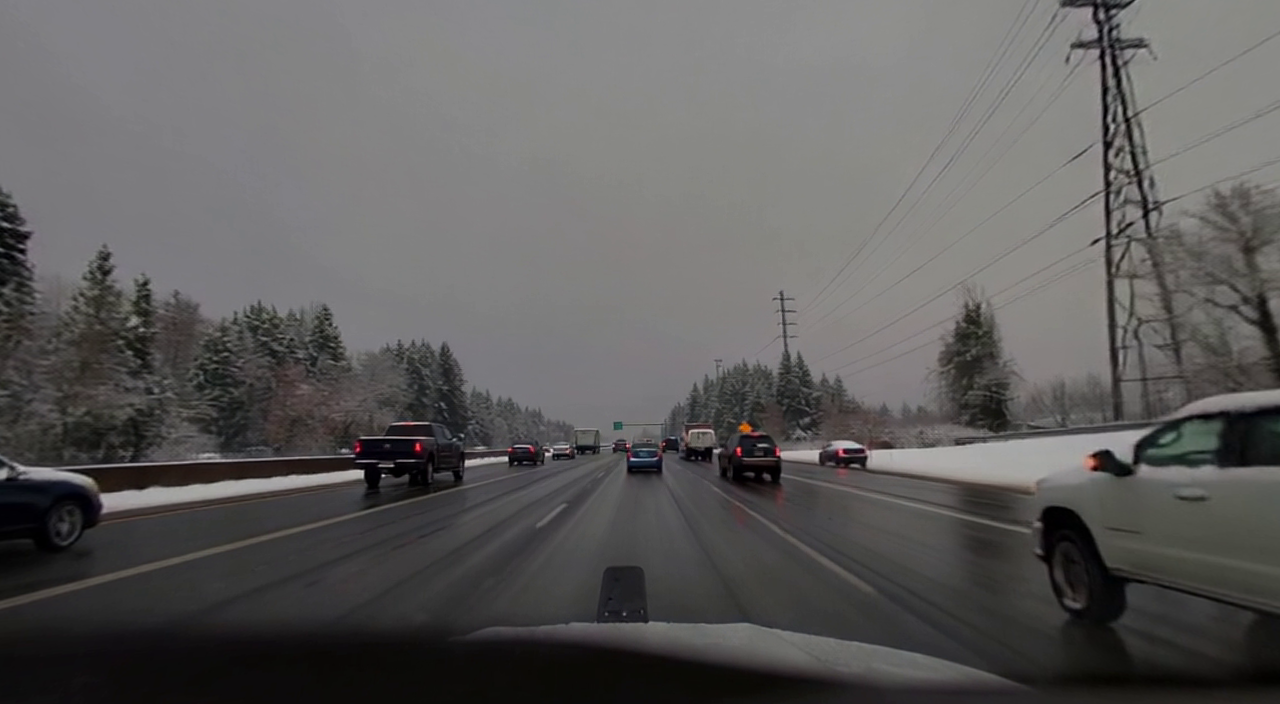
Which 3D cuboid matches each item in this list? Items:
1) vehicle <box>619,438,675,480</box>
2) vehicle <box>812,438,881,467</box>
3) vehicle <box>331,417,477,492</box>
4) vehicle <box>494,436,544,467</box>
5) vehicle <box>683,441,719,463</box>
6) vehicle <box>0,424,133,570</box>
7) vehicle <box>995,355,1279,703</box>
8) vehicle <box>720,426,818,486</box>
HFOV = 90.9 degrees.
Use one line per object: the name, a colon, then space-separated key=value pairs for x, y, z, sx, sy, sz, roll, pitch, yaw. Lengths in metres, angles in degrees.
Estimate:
vehicle: x=0.245 y=4.076 z=24.244 sx=1.966 sy=1.444 sz=3.986 roll=0 pitch=-9 yaw=0
vehicle: x=11.411 y=5.600 z=35.268 sx=2.117 sy=1.491 sz=4.830 roll=0 pitch=-9 yaw=-1
vehicle: x=-6.958 y=3.135 z=19.522 sx=2.269 sy=1.936 sz=5.777 roll=0 pitch=-9 yaw=0
vehicle: x=-6.950 y=5.772 z=36.799 sx=1.978 sy=1.680 sz=4.263 roll=0 pitch=-9 yaw=1
vehicle: x=3.993 y=6.617 z=41.831 sx=1.895 sy=1.429 sz=3.908 roll=0 pitch=-9 yaw=-1
vehicle: x=-7.533 y=1.405 z=5.915 sx=1.911 sy=1.479 sz=4.312 roll=0 pitch=-9 yaw=1
vehicle: x=3.948 y=0.880 z=3.001 sx=2.002 sy=1.691 sz=4.290 roll=0 pitch=-9 yaw=0
vehicle: x=4.132 y=3.433 z=21.101 sx=2.195 sy=1.778 sz=4.455 roll=0 pitch=-9 yaw=-2
